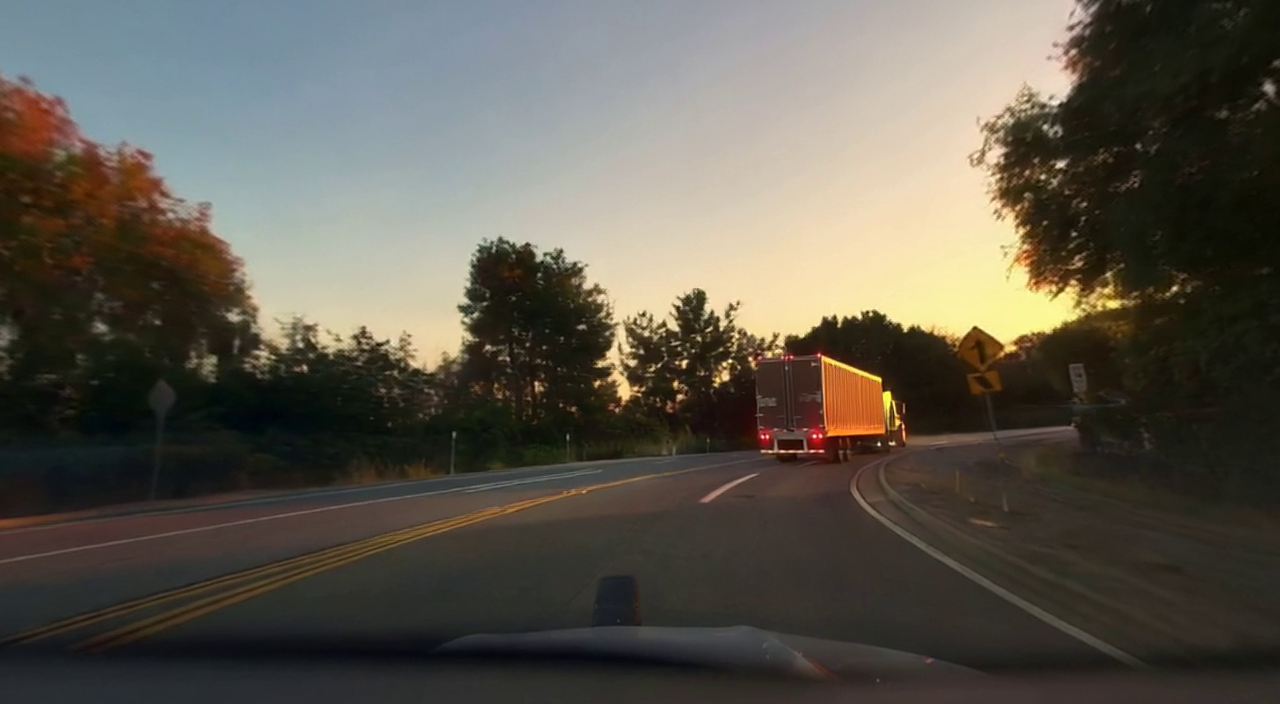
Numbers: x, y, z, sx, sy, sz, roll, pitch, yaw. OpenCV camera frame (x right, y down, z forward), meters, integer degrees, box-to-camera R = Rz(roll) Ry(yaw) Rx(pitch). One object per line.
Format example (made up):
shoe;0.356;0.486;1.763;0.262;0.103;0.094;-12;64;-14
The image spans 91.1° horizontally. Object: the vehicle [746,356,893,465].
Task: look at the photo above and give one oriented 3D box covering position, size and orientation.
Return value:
vehicle;8.013;2.676;26.666;2.837;3.712;10.484;-5;-9;33
